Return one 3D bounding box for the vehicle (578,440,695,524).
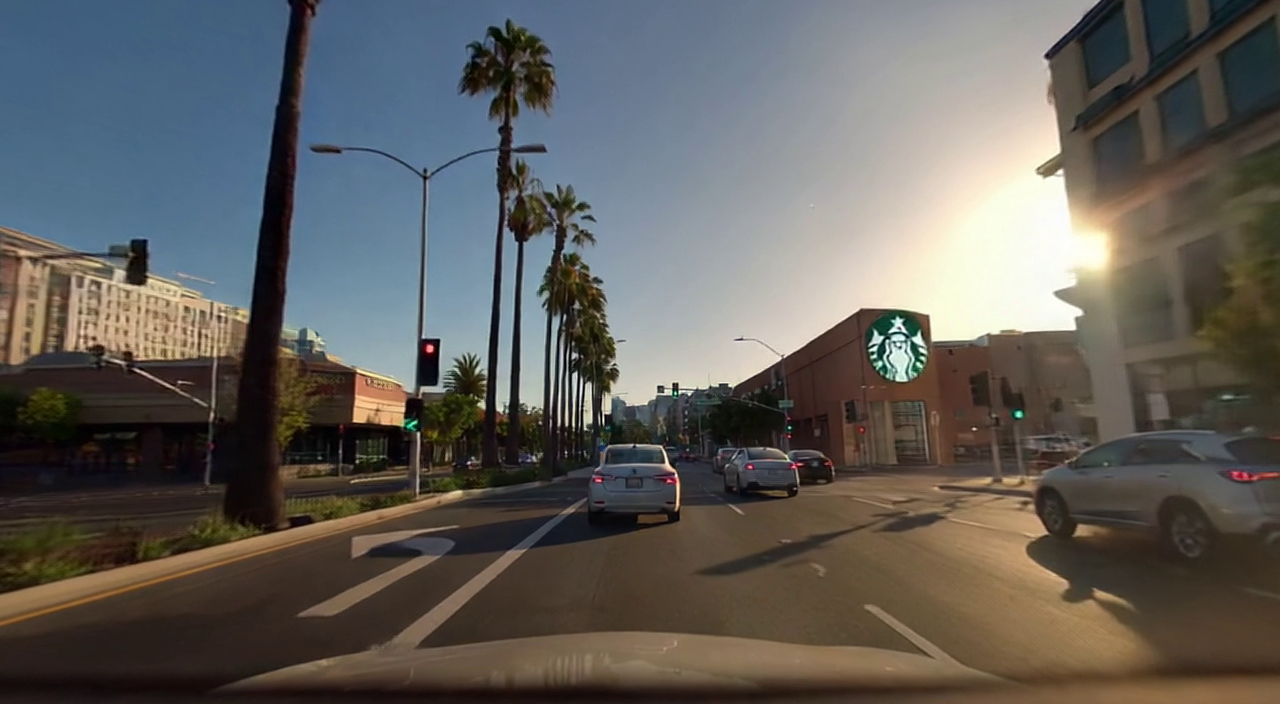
[{"bbox_3d":[-0.106,2.660,13.484,2.110,1.487,3.873,0,-8,-1],"label":"vehicle"}]

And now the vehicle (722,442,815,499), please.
[{"bbox_3d":[3.812,3.577,19.506,1.892,1.532,4.177,0,-8,-1],"label":"vehicle"}]

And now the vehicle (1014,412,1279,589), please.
[{"bbox_3d":[7.042,1.712,8.066,1.940,1.674,4.085,0,-8,-1],"label":"vehicle"}]

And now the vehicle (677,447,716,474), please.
[{"bbox_3d":[3.494,6.795,39.839,2.012,1.570,4.600,0,-8,0],"label":"vehicle"}]
